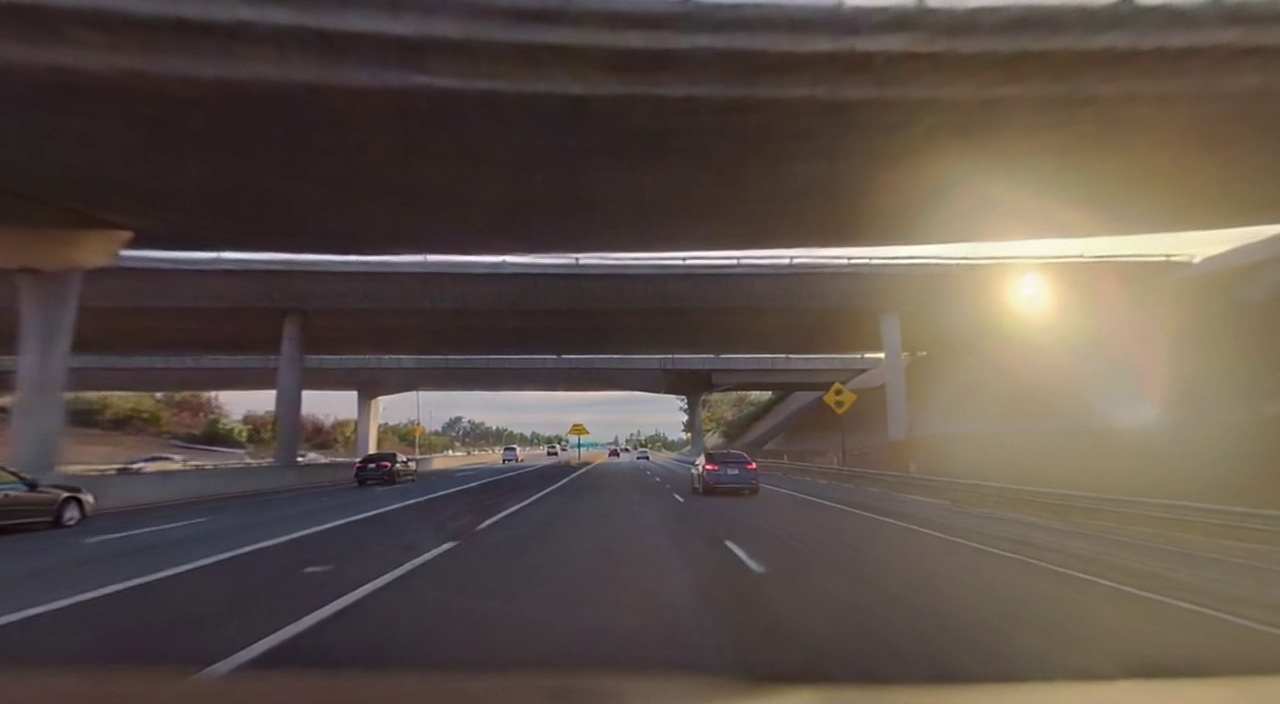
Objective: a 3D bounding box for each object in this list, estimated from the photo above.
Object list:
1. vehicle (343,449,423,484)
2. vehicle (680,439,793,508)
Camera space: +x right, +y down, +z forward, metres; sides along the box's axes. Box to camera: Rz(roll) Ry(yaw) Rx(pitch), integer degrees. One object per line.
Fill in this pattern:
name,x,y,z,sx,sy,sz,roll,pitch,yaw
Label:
vehicle,-12.384,5.526,30.733,2.072,1.545,4.687,1,-9,-3
vehicle,2.327,3.078,16.445,2.079,1.535,4.316,1,-9,-3
